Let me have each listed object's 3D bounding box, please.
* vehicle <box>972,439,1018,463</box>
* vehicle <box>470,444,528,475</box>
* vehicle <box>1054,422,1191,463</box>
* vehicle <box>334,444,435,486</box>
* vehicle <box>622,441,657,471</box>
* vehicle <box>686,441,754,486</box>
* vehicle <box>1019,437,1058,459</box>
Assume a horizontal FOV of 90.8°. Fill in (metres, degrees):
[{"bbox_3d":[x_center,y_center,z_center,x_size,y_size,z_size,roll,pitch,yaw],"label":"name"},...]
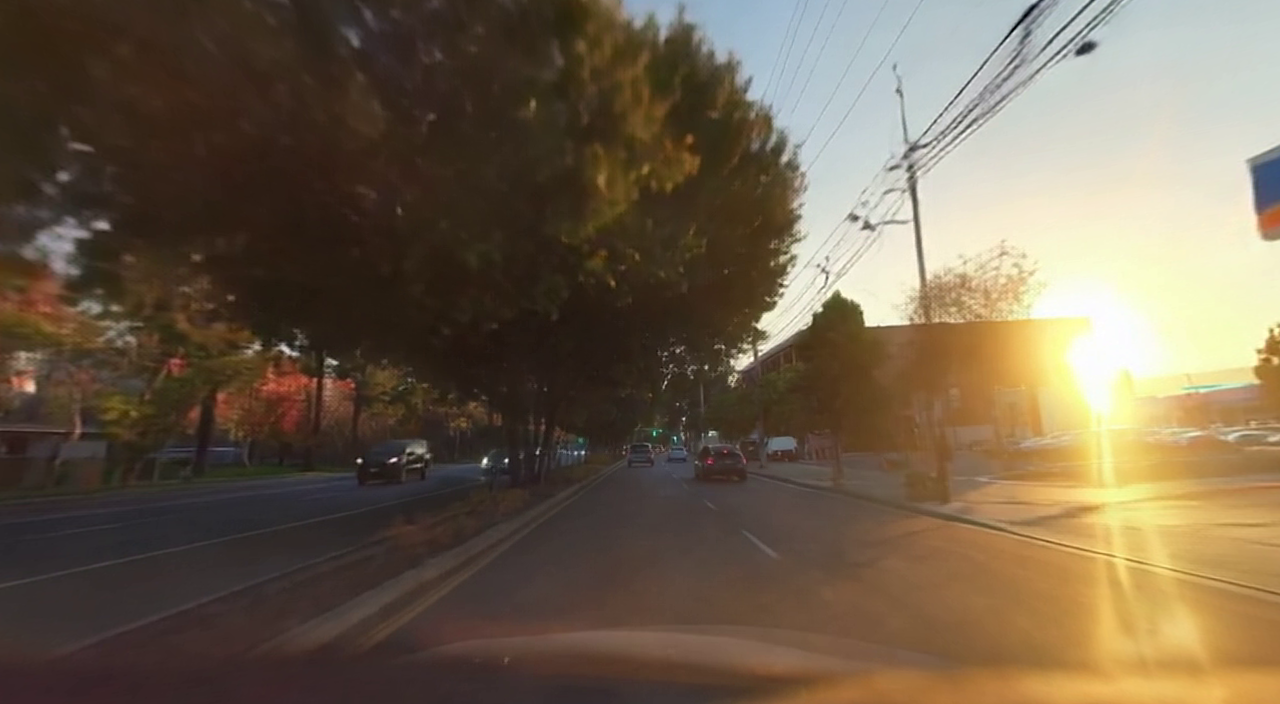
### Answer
[{"bbox_3d":[24.387,6.725,43.297,2.071,1.528,4.644,-7,-10,35],"label":"vehicle"},{"bbox_3d":[-8.491,6.465,38.438,2.518,1.719,4.314,-1,-8,0],"label":"vehicle"},{"bbox_3d":[23.051,4.365,30.426,2.187,1.757,4.663,3,-9,-22],"label":"vehicle"},{"bbox_3d":[-11.880,5.263,29.970,2.383,1.725,5.760,-1,-8,0],"label":"vehicle"},{"bbox_3d":[-0.034,6.758,41.215,2.163,1.825,4.073,-1,-8,-1],"label":"vehicle"},{"bbox_3d":[3.088,4.408,25.302,1.990,1.592,4.294,0,-8,-2],"label":"vehicle"},{"bbox_3d":[27.347,6.581,43.424,1.825,1.476,3.833,-4,-9,26],"label":"vehicle"}]
